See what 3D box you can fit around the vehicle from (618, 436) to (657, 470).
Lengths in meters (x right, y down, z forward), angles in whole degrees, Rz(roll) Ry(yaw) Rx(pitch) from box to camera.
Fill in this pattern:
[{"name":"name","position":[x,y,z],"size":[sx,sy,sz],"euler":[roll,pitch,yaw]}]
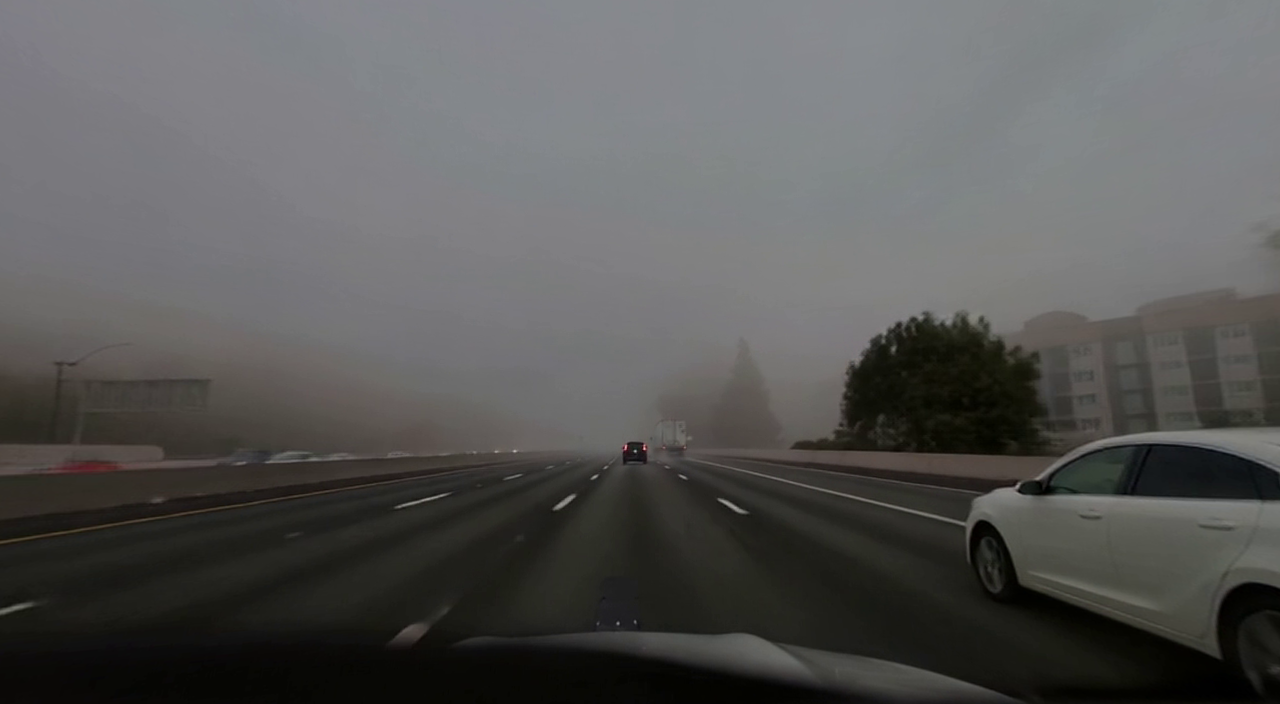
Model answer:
[{"name":"vehicle","position":[-0.172,6.198,38.875],"size":[2.297,1.912,4.355],"euler":[0,-8,-1]}]

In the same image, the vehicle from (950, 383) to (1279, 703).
[{"name":"vehicle","position":[3.841,1.050,3.552],"size":[1.950,1.596,4.326],"euler":[0,-8,-1]}]

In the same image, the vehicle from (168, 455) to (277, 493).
[{"name":"vehicle","position":[-18.175,5.308,27.805],"size":[1.845,1.436,4.446],"euler":[0,-8,-1]}]

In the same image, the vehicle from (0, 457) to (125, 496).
[{"name":"vehicle","position":[-25.666,5.426,27.959],"size":[1.906,1.490,4.632],"euler":[0,-8,-1]}]
